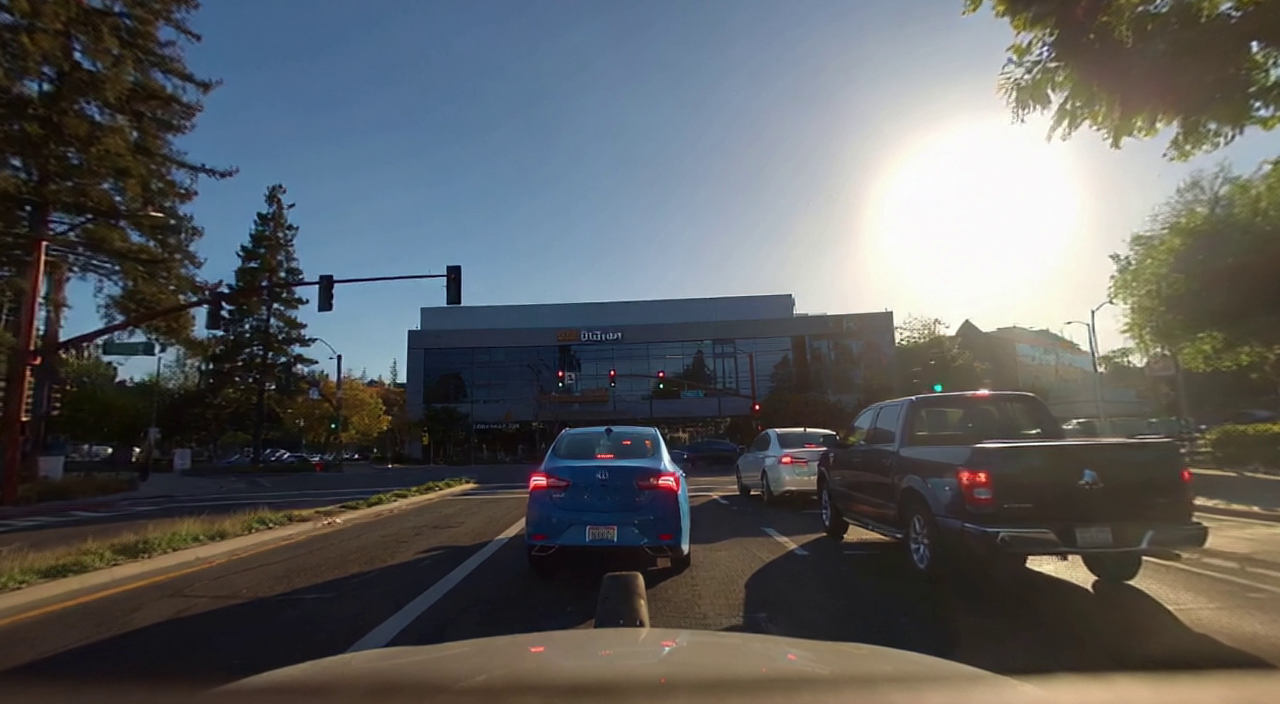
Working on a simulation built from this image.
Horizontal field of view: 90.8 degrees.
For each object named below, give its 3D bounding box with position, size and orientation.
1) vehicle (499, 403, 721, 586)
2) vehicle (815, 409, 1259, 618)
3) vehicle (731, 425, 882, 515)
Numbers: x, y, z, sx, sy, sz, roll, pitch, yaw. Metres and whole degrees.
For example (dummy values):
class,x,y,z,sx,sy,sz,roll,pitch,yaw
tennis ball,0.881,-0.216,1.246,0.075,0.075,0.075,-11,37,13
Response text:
class,x,y,z,sx,sy,sz,roll,pitch,yaw
vehicle,-0.285,1.585,7.746,2.037,1.674,3.693,0,-8,0
vehicle,3.634,1.554,7.107,1.955,1.550,4.587,0,-8,-1
vehicle,3.367,2.480,13.798,2.031,1.626,4.264,0,-8,-2
